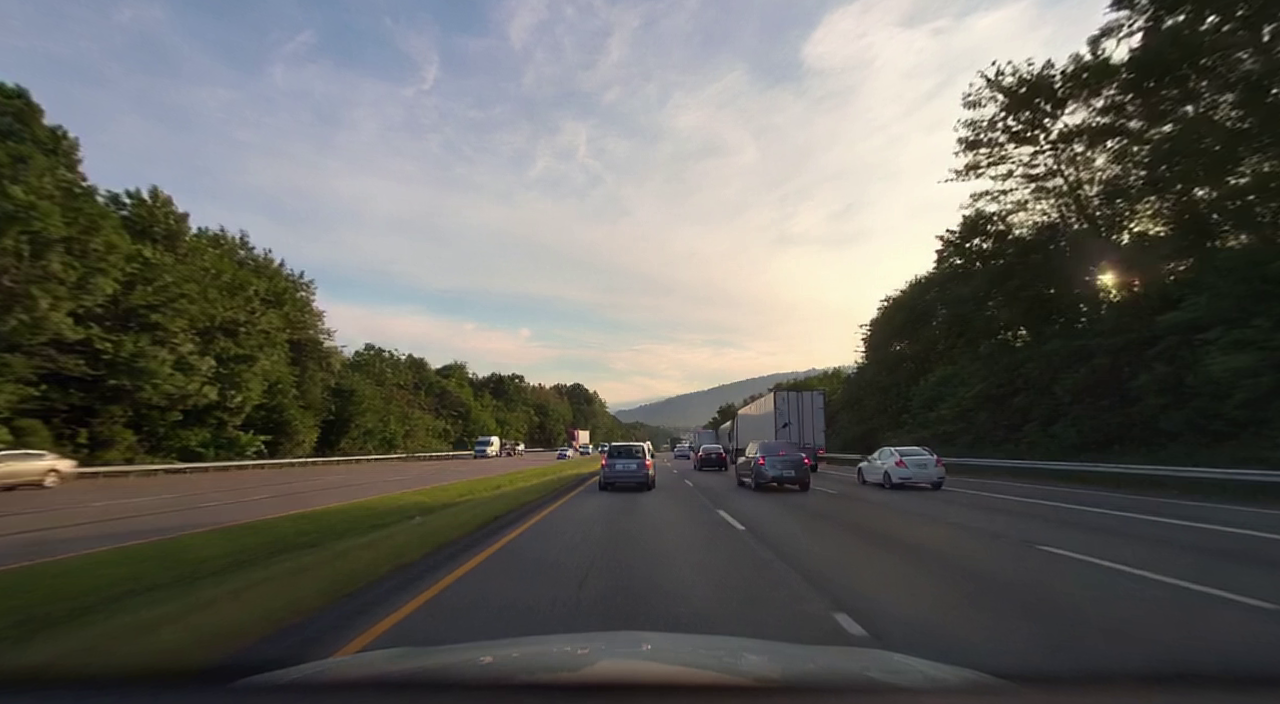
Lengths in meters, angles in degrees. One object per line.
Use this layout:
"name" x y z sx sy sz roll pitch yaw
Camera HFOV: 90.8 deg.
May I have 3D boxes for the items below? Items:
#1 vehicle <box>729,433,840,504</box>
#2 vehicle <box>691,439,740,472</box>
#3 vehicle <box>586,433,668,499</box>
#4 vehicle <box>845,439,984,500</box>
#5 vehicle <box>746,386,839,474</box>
"vehicle" 3.609 2.989 16.521 1.920 1.594 3.867 0 -9 -1
"vehicle" 4.051 5.649 34.511 2.150 1.632 4.260 0 -9 0
"vehicle" -0.309 3.135 17.594 2.023 1.618 3.628 0 -9 1
"vehicle" 7.406 3.198 17.548 1.951 1.467 4.173 0 -9 0
"vehicle" 7.749 4.238 33.487 2.823 4.063 8.485 0 -9 0
